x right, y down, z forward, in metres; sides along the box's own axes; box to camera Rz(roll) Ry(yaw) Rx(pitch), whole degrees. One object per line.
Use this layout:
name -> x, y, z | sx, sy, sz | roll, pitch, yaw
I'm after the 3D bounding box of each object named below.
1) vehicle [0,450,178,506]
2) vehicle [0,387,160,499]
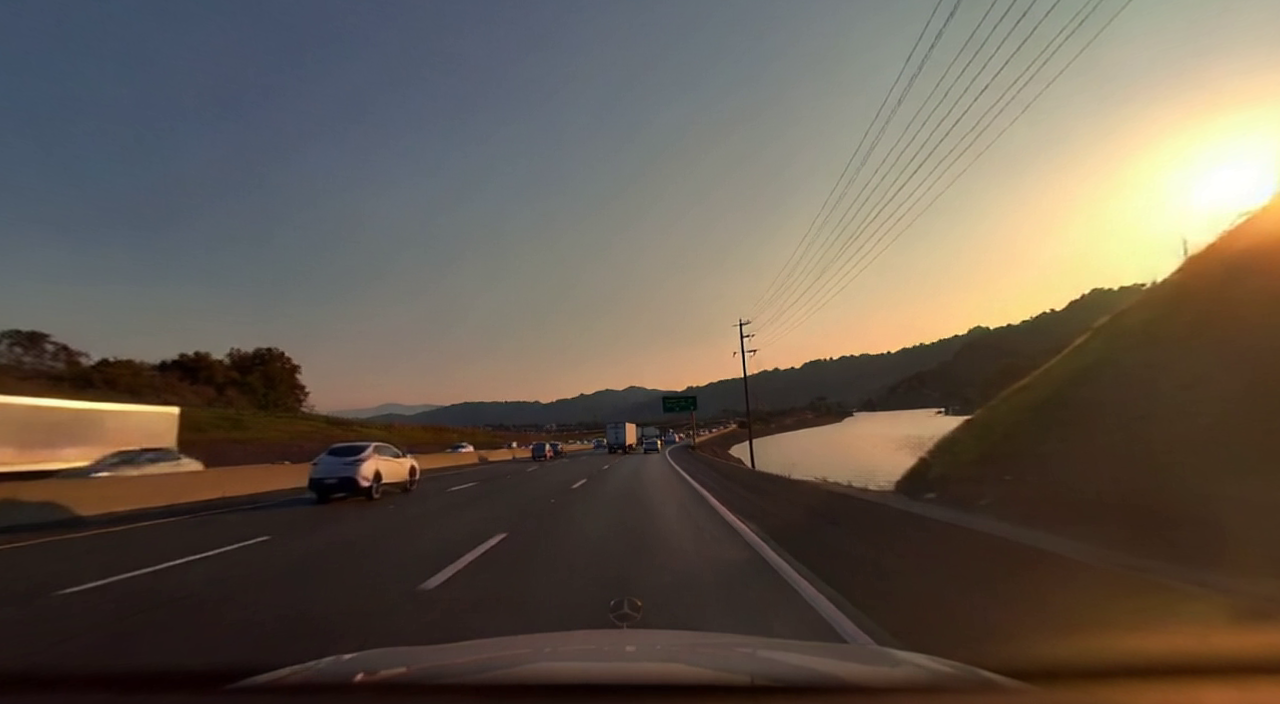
vehicle -> -16.874, 3.769, 19.405 | 1.897, 1.459, 4.402 | 0, -8, 1
vehicle -> -24.582, 3.530, 24.424 | 2.961, 4.007, 11.214 | 0, -8, 1
